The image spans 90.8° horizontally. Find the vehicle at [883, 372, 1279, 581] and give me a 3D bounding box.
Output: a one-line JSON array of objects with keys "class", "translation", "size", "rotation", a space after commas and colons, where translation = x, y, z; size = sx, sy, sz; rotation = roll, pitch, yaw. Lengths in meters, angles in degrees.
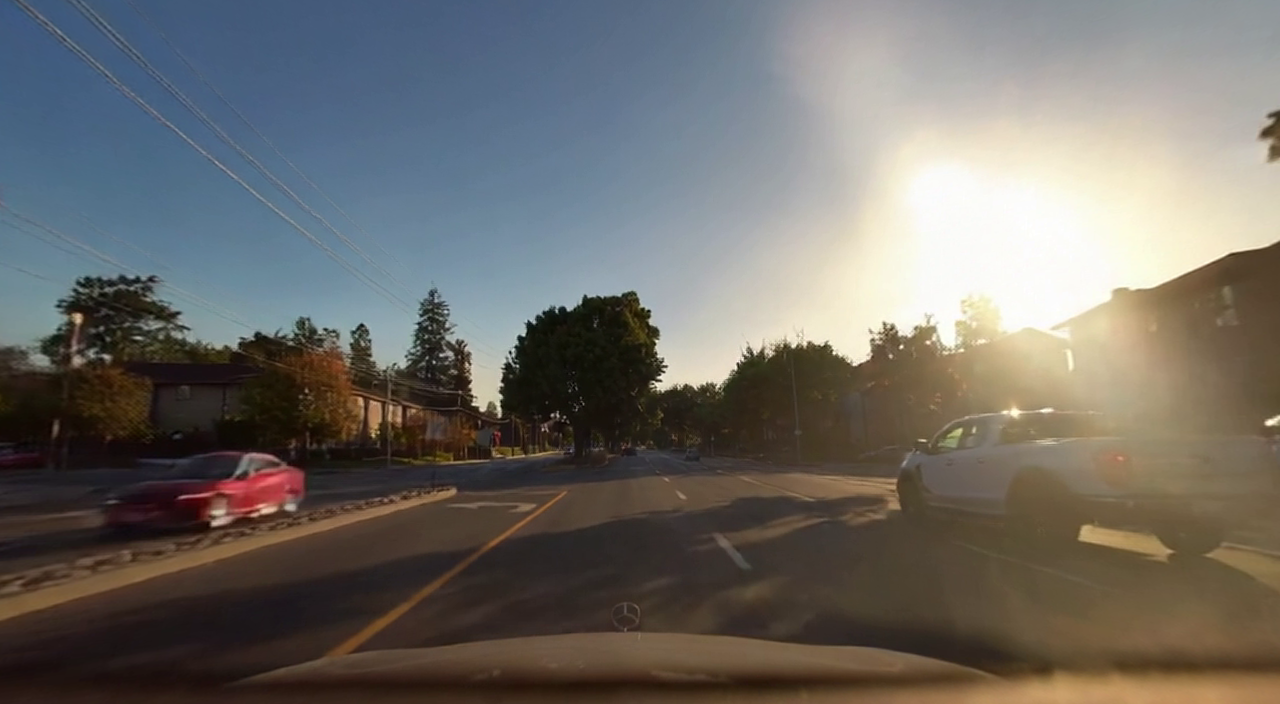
[{"class": "vehicle", "translation": [5.998, 1.618, 9.057], "size": [2.493, 1.956, 6.125], "rotation": [0, -9, -1]}]

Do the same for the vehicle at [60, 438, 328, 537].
[{"class": "vehicle", "translation": [-8.536, 2.593, 12.772], "size": [2.140, 1.609, 4.460], "rotation": [0, -9, 0]}]
